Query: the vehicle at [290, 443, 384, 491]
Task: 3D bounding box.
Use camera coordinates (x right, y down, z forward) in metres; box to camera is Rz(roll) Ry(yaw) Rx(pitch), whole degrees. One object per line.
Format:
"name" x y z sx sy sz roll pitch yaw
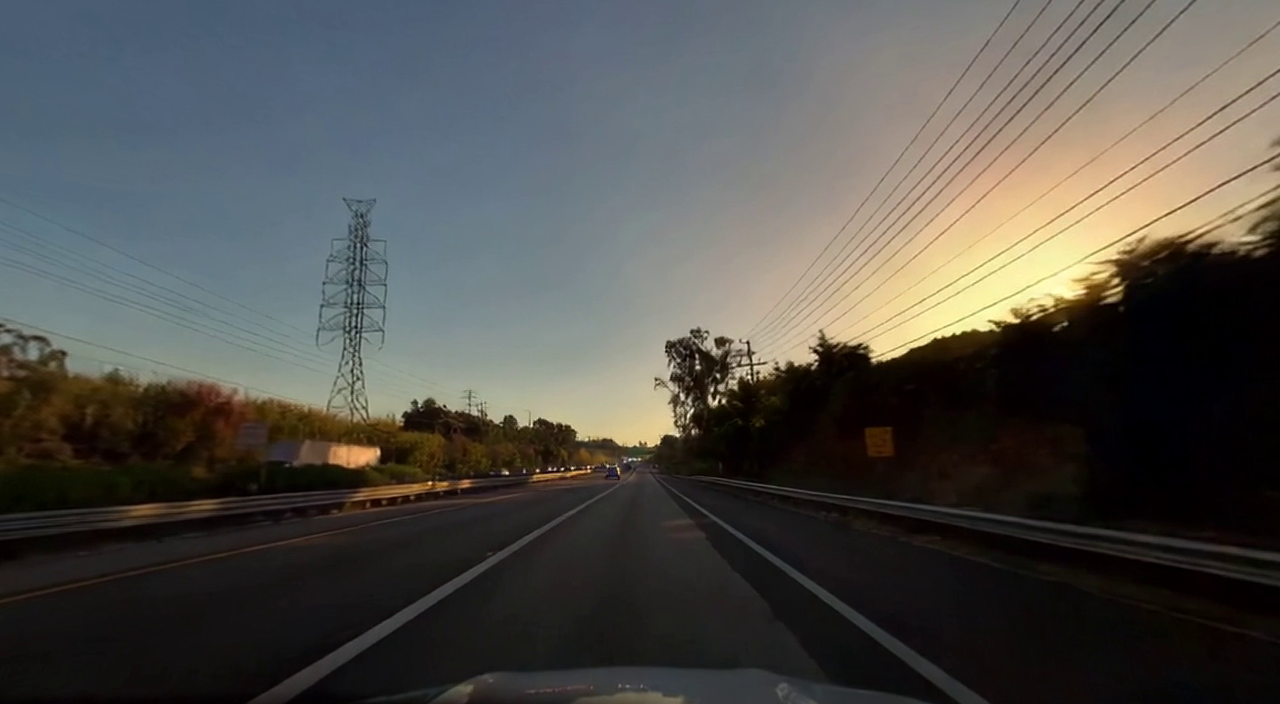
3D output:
"vehicle" -20.336 7.815 42.686 2.644 2.909 6.992 0 -11 1
